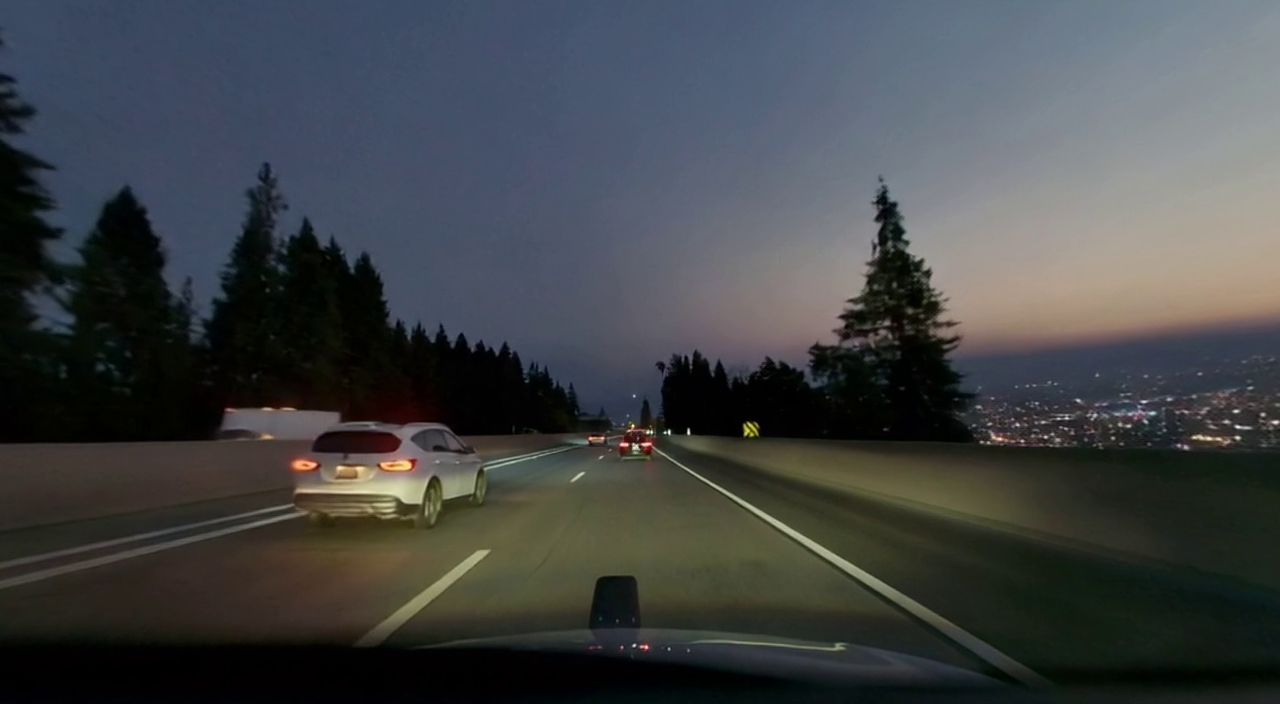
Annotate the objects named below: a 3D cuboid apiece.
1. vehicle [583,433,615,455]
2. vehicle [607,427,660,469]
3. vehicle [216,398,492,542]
[{"bbox_3d":[-3.001,6.767,46.432,2.030,1.491,4.046,0,-8,1],"label":"vehicle"},{"bbox_3d":[-0.283,4.172,27.646,2.134,1.654,4.174,0,-8,-1],"label":"vehicle"},{"bbox_3d":[-4.070,1.779,10.183,2.251,1.749,4.820,0,-8,-1],"label":"vehicle"}]
